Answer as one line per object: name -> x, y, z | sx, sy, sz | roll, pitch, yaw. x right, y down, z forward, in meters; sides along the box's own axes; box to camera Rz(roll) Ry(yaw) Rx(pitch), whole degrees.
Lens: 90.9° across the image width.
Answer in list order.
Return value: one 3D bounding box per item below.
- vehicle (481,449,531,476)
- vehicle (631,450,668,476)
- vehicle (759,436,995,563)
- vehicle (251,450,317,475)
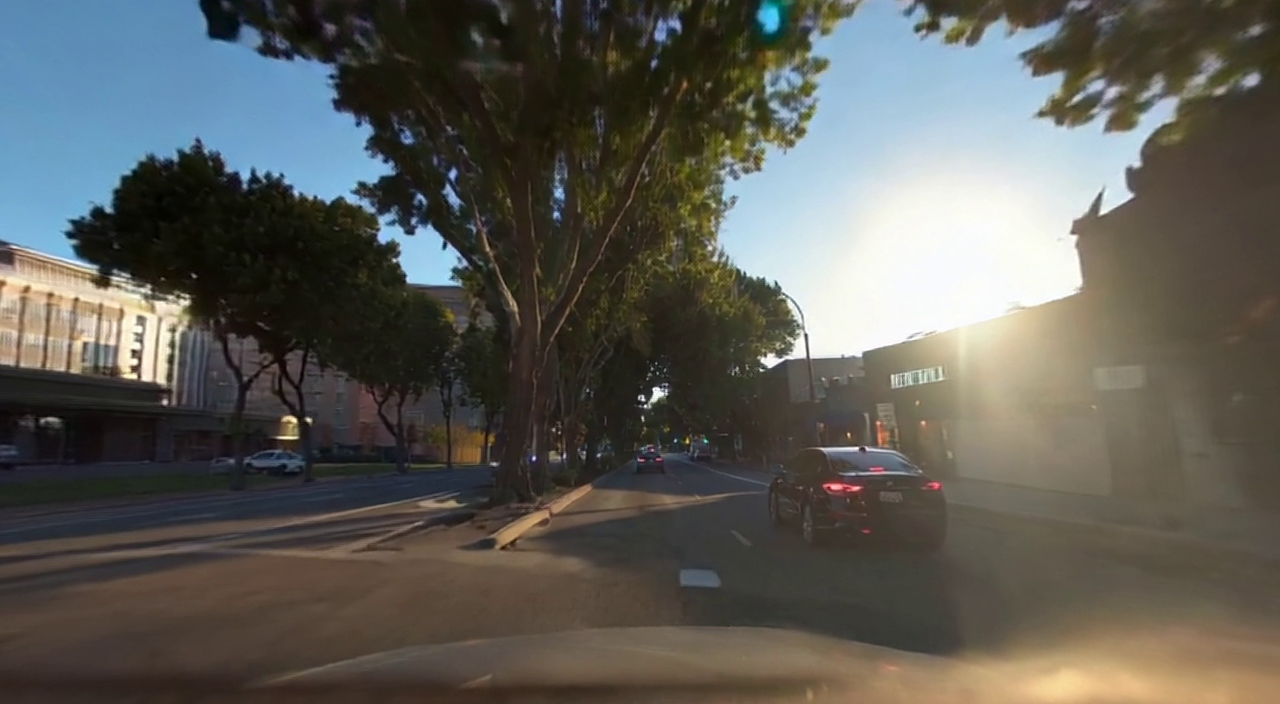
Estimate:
vehicle -> -7.963, 6.592, 37.932 | 1.958, 1.487, 4.451 | 0, -9, 1
vehicle -> 0.532, 6.135, 35.026 | 1.945, 1.343, 3.827 | 0, -9, 0
vehicle -> 3.238, 2.082, 9.653 | 1.989, 1.498, 4.050 | 0, -9, -1
vehicle -> -26.447, 8.209, 47.014 | 1.913, 1.678, 5.017 | 0, -8, 1
